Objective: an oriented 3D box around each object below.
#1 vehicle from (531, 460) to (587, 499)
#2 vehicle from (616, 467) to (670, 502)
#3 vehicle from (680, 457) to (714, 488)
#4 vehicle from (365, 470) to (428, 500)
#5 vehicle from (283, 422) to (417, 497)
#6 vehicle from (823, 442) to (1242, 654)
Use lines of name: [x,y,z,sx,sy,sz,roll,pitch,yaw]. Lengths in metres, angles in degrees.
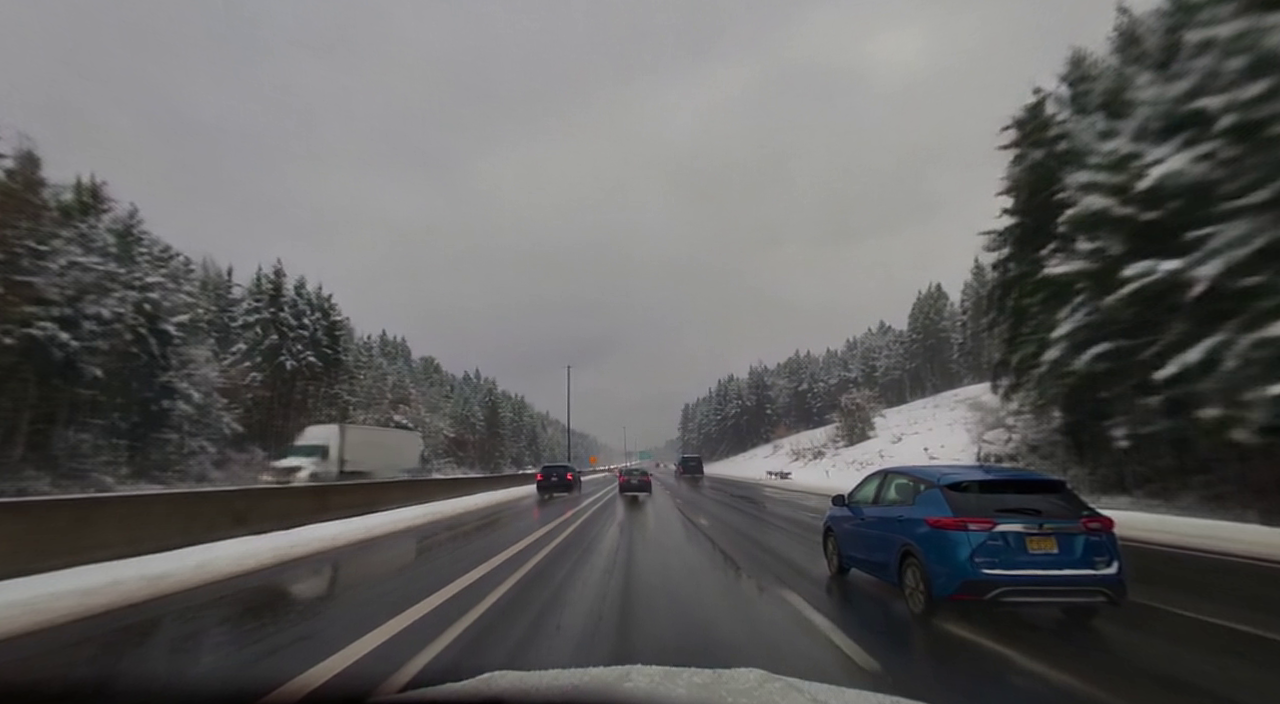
vehicle: [-3.816,6.125,30.471,2.021,1.706,4.247,0,-10,1]
vehicle: [0.142,5.877,28.259,2.241,1.425,3.973,0,-10,0]
vehicle: [4.138,8.832,46.338,2.030,2.172,3.621,1,-10,-1]
vehicle: [-12.328,6.750,32.175,1.667,1.424,3.762,1,-10,0]
vehicle: [-16.230,6.261,36.383,2.875,3.702,9.671,0,-10,1]
vehicle: [3.520,1.829,6.712,1.938,1.561,3.786,1,-10,-1]
